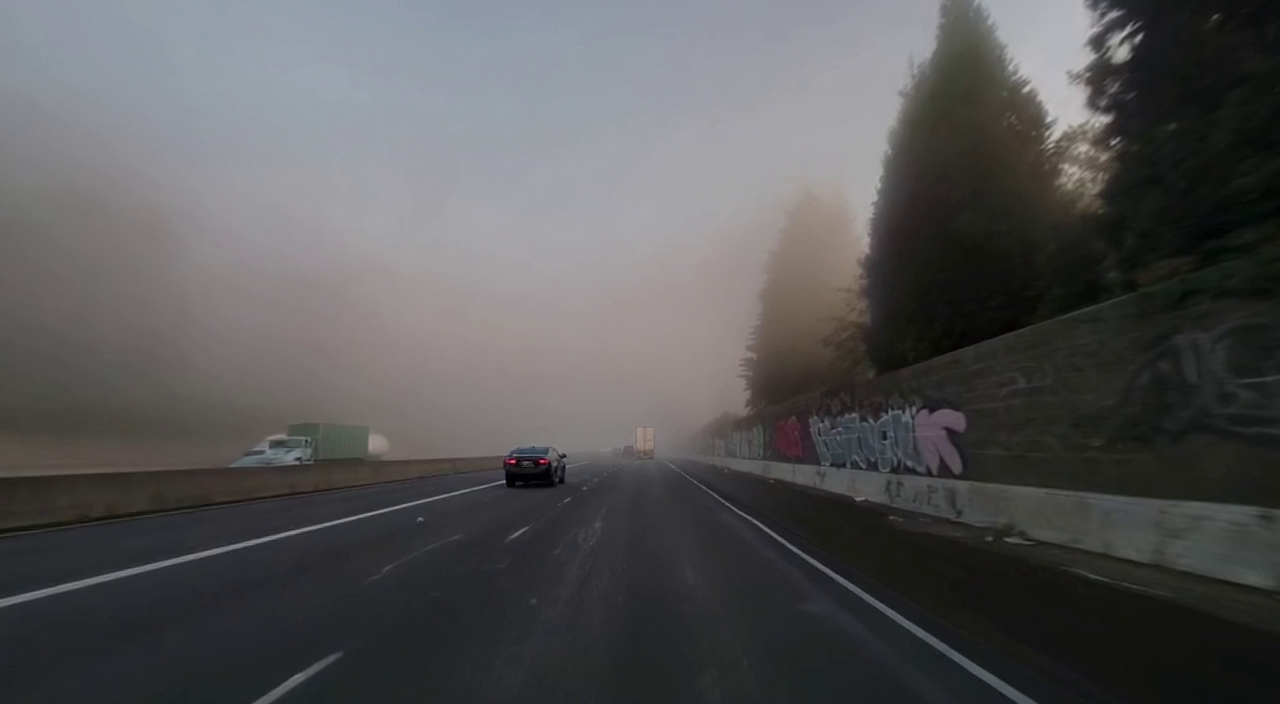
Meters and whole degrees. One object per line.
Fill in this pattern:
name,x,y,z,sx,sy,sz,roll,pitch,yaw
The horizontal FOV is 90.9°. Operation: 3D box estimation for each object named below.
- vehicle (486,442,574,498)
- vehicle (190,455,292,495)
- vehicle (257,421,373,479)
vehicle,-3.192,3.520,19.190,1.803,1.466,4.509,0,-9,1
vehicle,-14.567,4.499,23.211,1.654,1.325,3.111,0,-9,1
vehicle,-22.303,6.853,44.036,3.241,3.624,8.590,0,-9,1
